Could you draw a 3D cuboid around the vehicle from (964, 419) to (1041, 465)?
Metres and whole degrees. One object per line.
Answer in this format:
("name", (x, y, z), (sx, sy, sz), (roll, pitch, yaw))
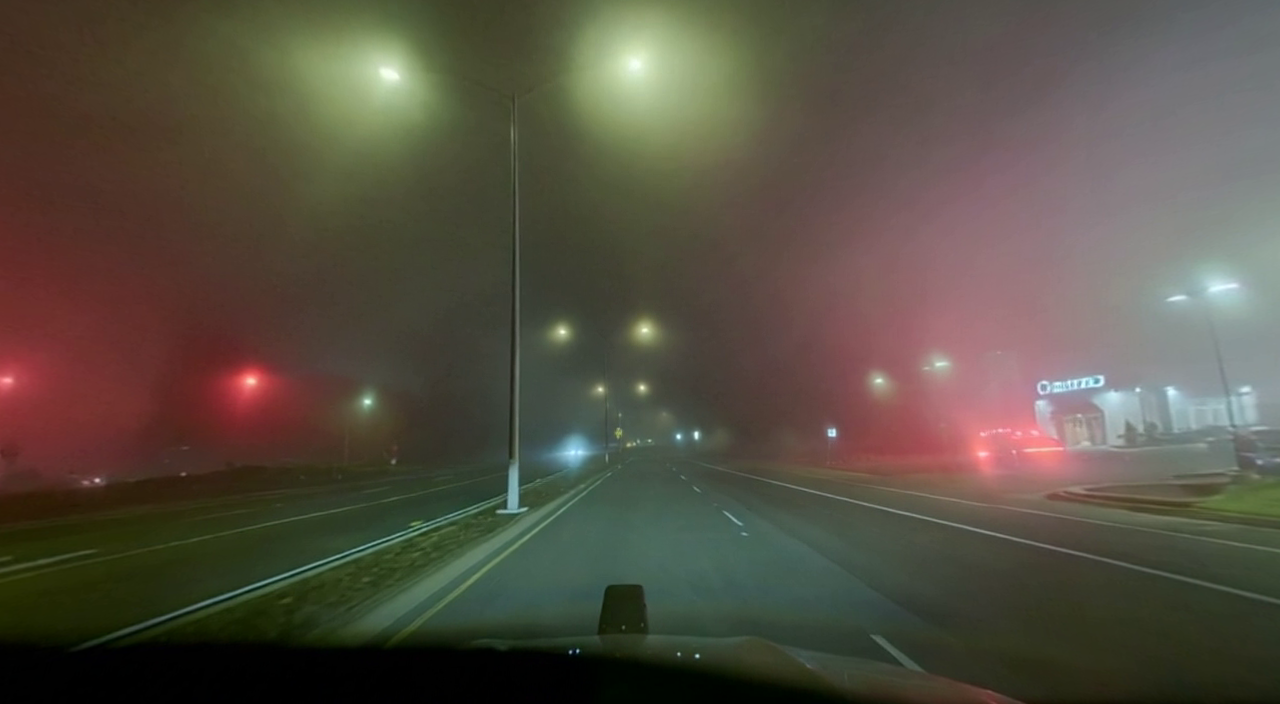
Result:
("vehicle", (17.874, 4.485, 31.407), (2.425, 2.043, 5.455), (-4, -9, 21))

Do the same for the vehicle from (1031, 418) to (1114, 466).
("vehicle", (21.822, 4.521, 32.049), (2.240, 2.095, 5.149), (-6, -7, 22))
